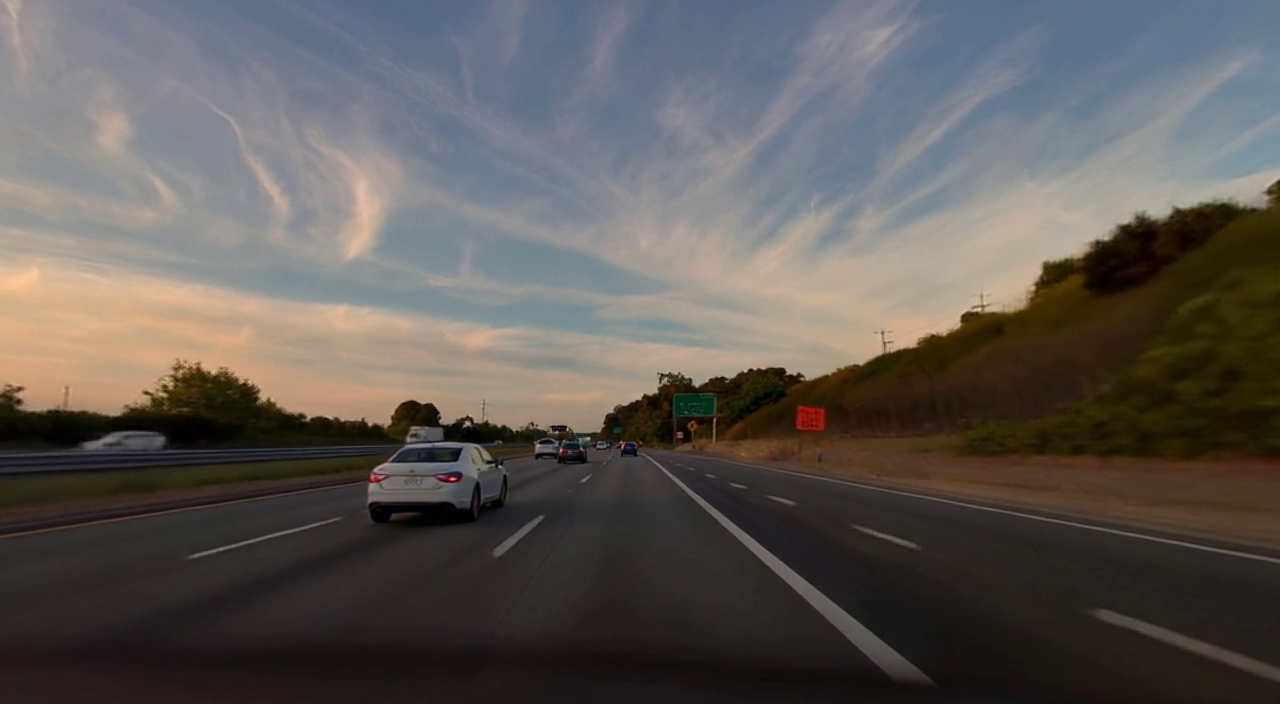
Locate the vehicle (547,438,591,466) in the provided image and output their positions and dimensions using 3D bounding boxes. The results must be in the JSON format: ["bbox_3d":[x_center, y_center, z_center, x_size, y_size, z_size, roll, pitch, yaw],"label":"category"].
[{"bbox_3d":[-4.080,5.817,36.921,2.068,1.501,4.395,0,-8,-1],"label":"vehicle"}]

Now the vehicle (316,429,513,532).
[{"bbox_3d":[-3.804,2.241,11.668,2.025,1.506,4.429,0,-8,0],"label":"vehicle"}]

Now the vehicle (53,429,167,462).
[{"bbox_3d":[-32.570,5.788,39.121,2.192,1.923,5.611,0,-8,0],"label":"vehicle"}]
